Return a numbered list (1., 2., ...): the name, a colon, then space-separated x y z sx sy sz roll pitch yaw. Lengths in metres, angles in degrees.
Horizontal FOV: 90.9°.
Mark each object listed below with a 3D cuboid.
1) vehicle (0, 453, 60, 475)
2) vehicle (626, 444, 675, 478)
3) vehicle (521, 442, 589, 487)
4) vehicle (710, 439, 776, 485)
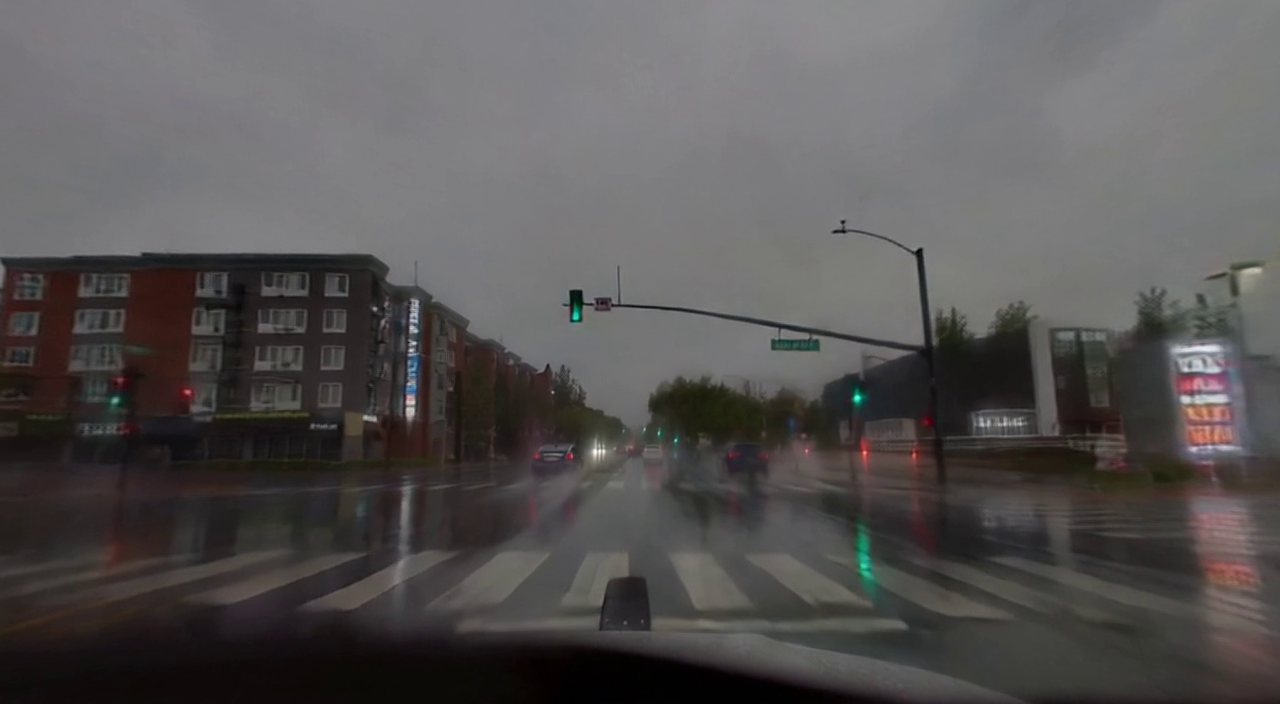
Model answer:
1. vehicle: -44.763 8.020 45.245 1.817 1.450 4.567 0 -9 2
2. vehicle: 0.444 5.023 29.277 2.103 1.468 4.094 0 -9 0
3. vehicle: -3.020 4.098 23.264 1.860 1.510 4.073 0 -9 1
4. vehicle: 3.972 4.320 24.940 1.987 1.637 3.896 0 -9 0
